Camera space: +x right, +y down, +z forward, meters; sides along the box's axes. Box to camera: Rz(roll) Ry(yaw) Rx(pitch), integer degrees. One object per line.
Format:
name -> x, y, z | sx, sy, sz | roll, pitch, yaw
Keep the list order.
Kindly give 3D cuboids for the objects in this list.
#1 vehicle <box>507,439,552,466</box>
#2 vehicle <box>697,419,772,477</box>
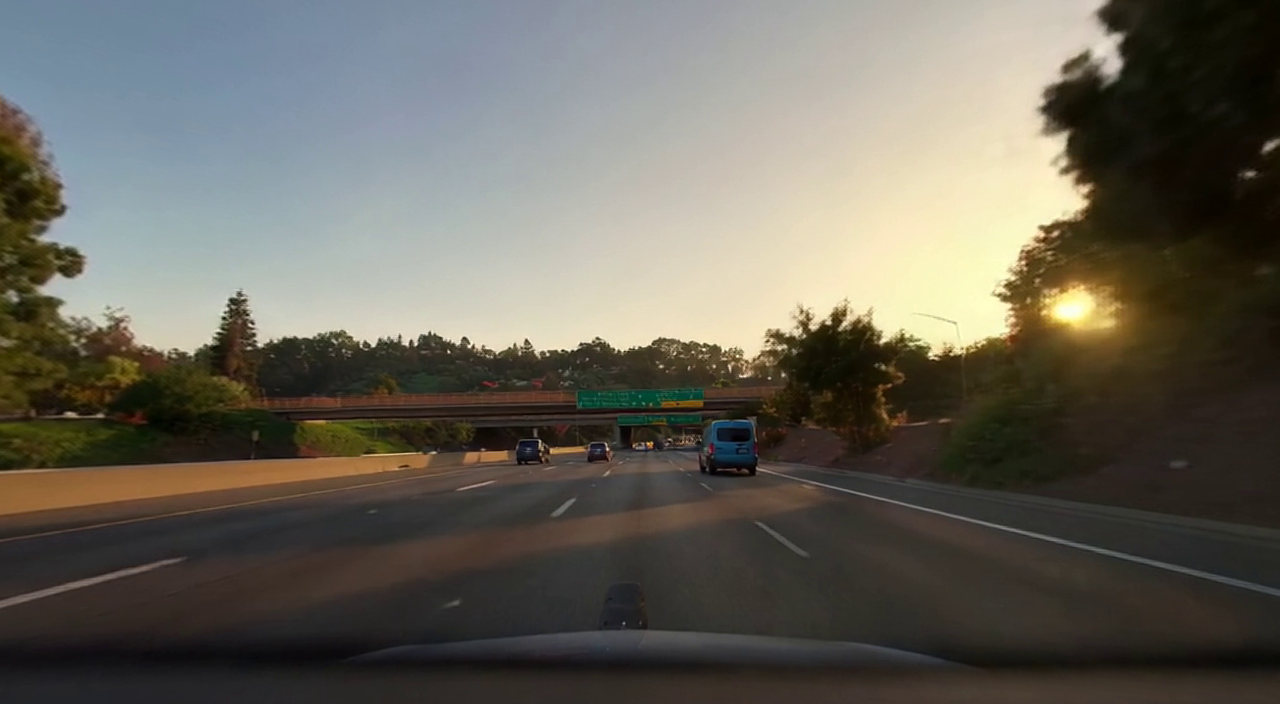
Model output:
vehicle -> -7.261, 6.630, 41.796 | 2.068, 1.632, 4.623 | 0, -8, 1
vehicle -> 3.932, 4.154, 27.393 | 2.347, 2.234, 5.352 | 0, -8, -1
